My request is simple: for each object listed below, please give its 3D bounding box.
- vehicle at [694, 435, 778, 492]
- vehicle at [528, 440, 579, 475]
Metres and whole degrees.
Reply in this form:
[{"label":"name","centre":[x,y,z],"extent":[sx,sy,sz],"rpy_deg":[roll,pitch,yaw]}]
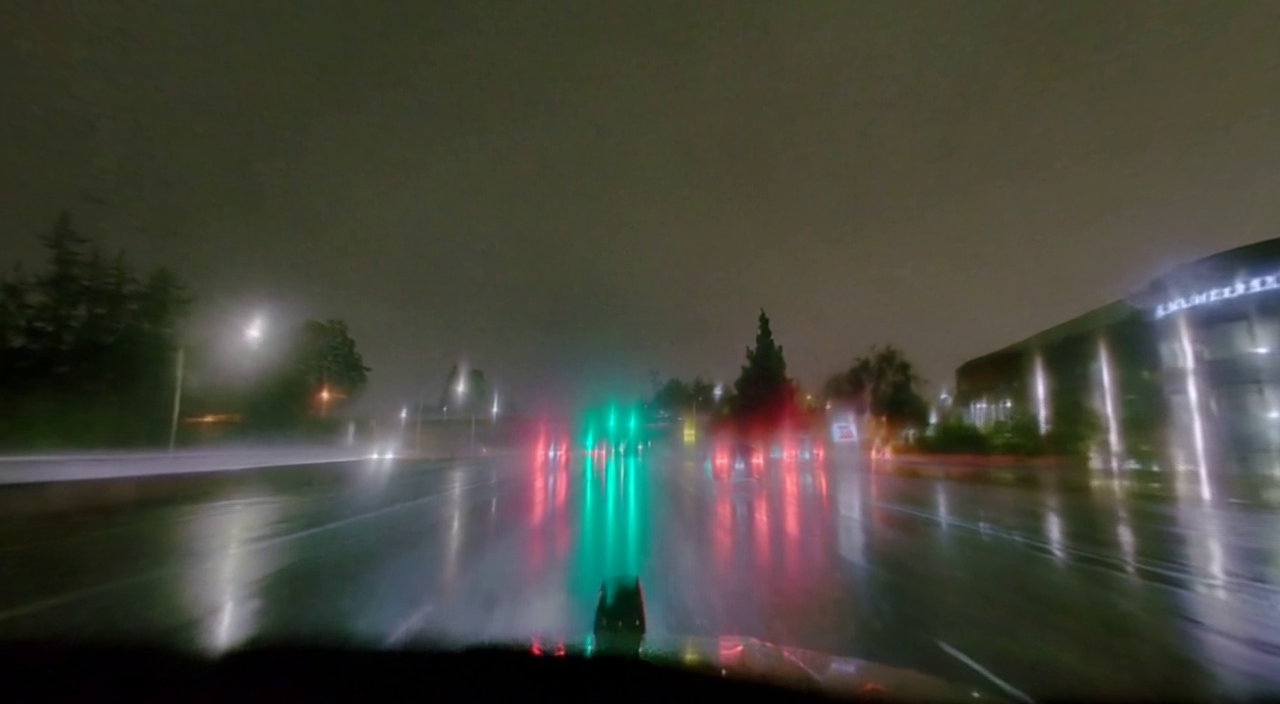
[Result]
[{"label":"vehicle","centre":[3.058,3.651,21.085],"extent":[1.997,1.686,4.247],"rpy_deg":[0,-8,-2]},{"label":"vehicle","centre":[-4.647,5.763,34.801],"extent":[2.176,1.779,4.755],"rpy_deg":[0,-8,-1]}]
